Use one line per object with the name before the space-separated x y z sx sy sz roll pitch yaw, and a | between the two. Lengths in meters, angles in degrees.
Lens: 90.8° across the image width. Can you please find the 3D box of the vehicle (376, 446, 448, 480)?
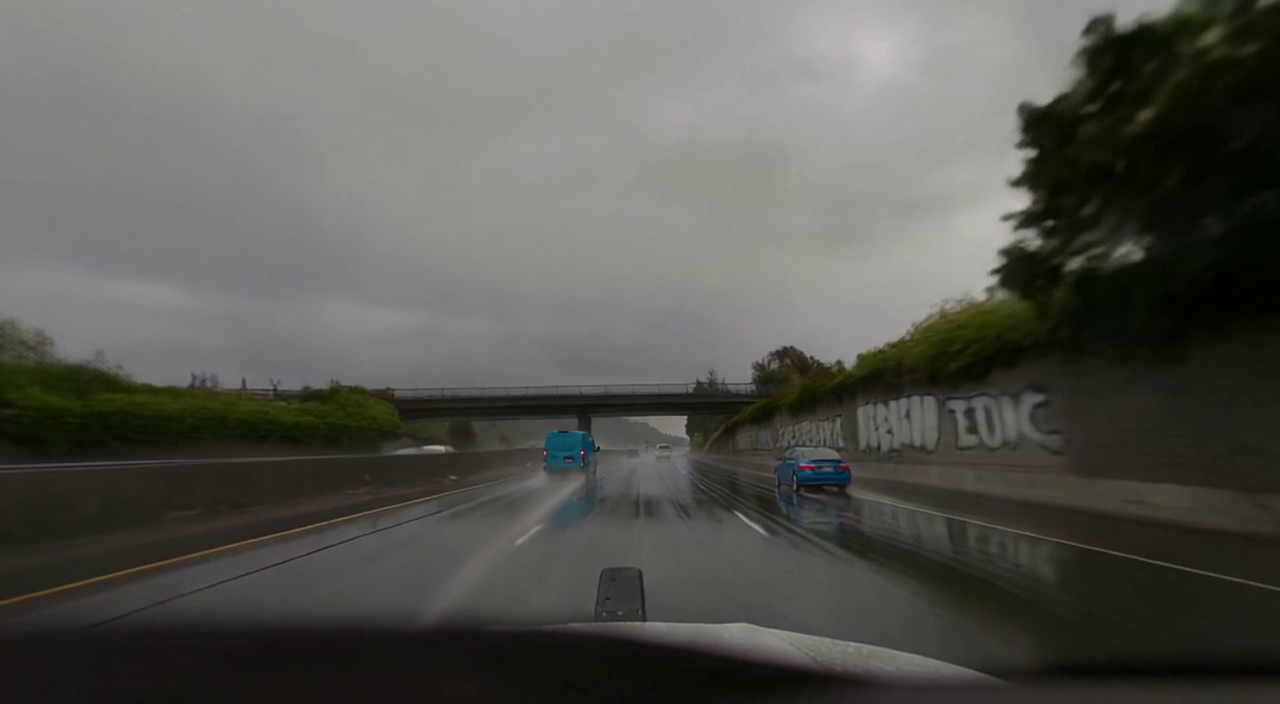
vehicle | -11.586 5.627 32.375 1.948 1.598 4.306 0 -8 1

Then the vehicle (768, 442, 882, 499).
vehicle | 5.370 3.482 19.048 1.972 1.492 4.623 0 -8 -1

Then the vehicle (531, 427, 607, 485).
vehicle | -2.652 4.057 24.907 2.310 2.030 5.094 0 -8 1
